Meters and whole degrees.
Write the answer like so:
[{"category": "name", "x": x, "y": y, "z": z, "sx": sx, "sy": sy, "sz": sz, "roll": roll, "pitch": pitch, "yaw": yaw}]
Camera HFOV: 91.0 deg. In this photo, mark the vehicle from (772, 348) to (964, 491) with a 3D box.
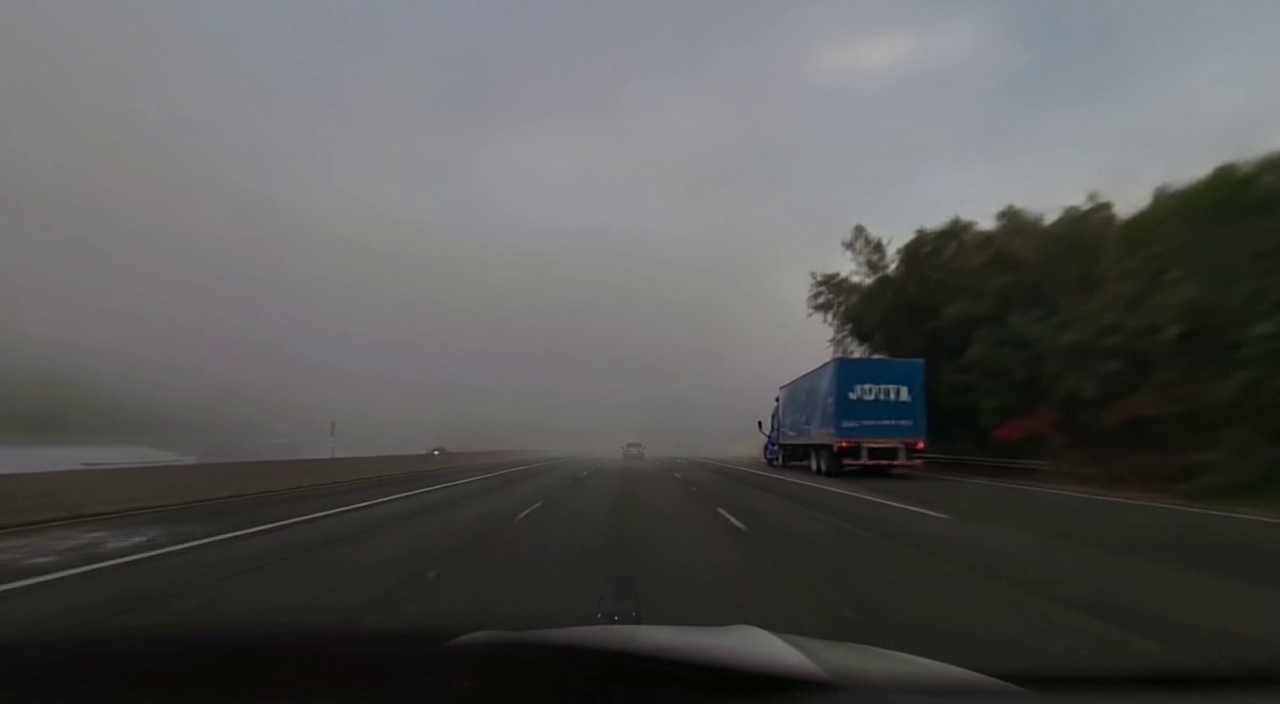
[{"category": "vehicle", "x": 8.169, "y": 3.118, "z": 26.267, "sx": 3.469, "sy": 3.986, "sz": 17.065, "roll": -1, "pitch": -8, "yaw": 6}]
